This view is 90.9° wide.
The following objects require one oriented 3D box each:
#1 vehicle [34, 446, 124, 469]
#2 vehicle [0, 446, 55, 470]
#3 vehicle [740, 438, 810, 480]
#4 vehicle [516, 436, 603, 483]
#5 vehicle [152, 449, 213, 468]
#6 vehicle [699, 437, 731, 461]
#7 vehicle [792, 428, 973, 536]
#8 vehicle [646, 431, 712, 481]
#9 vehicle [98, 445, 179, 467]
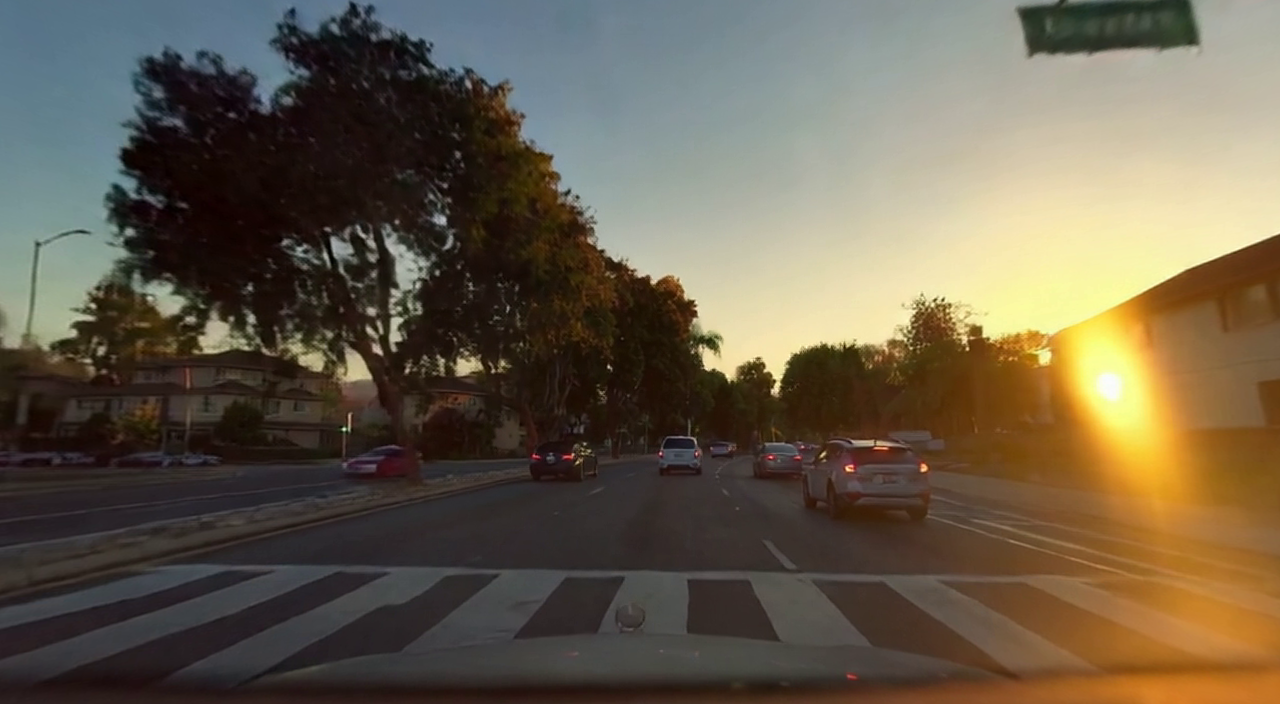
[{"bbox_3d":[-37.612,7.061,42.323,4.194,1.493,1.992,0,-9,2],"label":"vehicle"},{"bbox_3d":[-39.791,6.688,39.796,3.614,1.399,2.065,0,-8,3],"label":"vehicle"},{"bbox_3d":[5.108,4.099,24.371,2.117,1.472,4.158,-1,-9,5],"label":"vehicle"},{"bbox_3d":[-2.708,3.764,22.367,2.006,1.464,4.586,-1,-9,7],"label":"vehicle"},{"bbox_3d":[-34.587,8.038,47.681,3.413,1.370,1.645,-1,-9,3],"label":"vehicle"},{"bbox_3d":[5.459,7.026,45.569,1.798,1.660,3.946,-2,-9,13],"label":"vehicle"},{"bbox_3d":[3.935,2.146,10.910,1.859,1.540,3.454,0,-9,2],"label":"vehicle"},{"bbox_3d":[1.647,4.128,25.229,2.250,1.768,4.574,-1,-9,8],"label":"vehicle"},{"bbox_3d":[-35.743,7.421,44.995,4.101,1.535,2.002,0,-8,4],"label":"vehicle"}]
